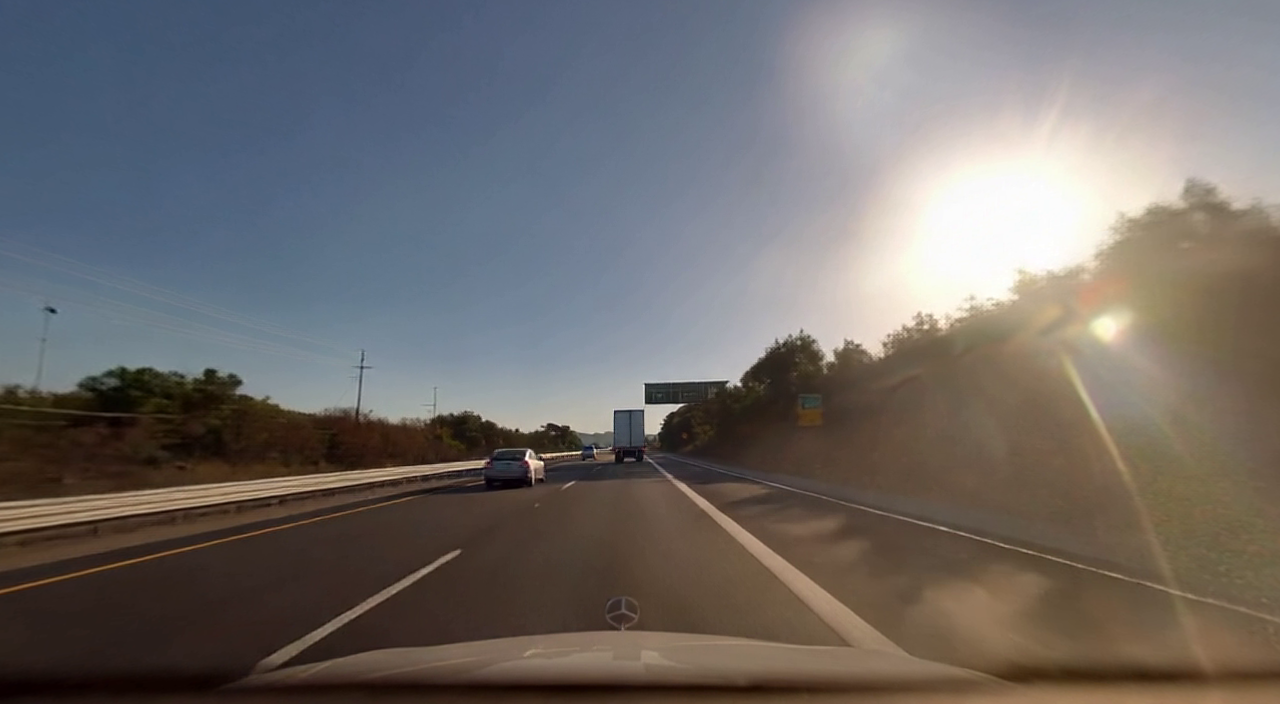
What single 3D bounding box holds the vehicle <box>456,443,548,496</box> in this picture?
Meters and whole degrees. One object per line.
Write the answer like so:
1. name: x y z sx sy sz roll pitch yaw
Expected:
1. vehicle: -4.271 3.705 20.244 1.978 1.507 4.062 0 -9 0
